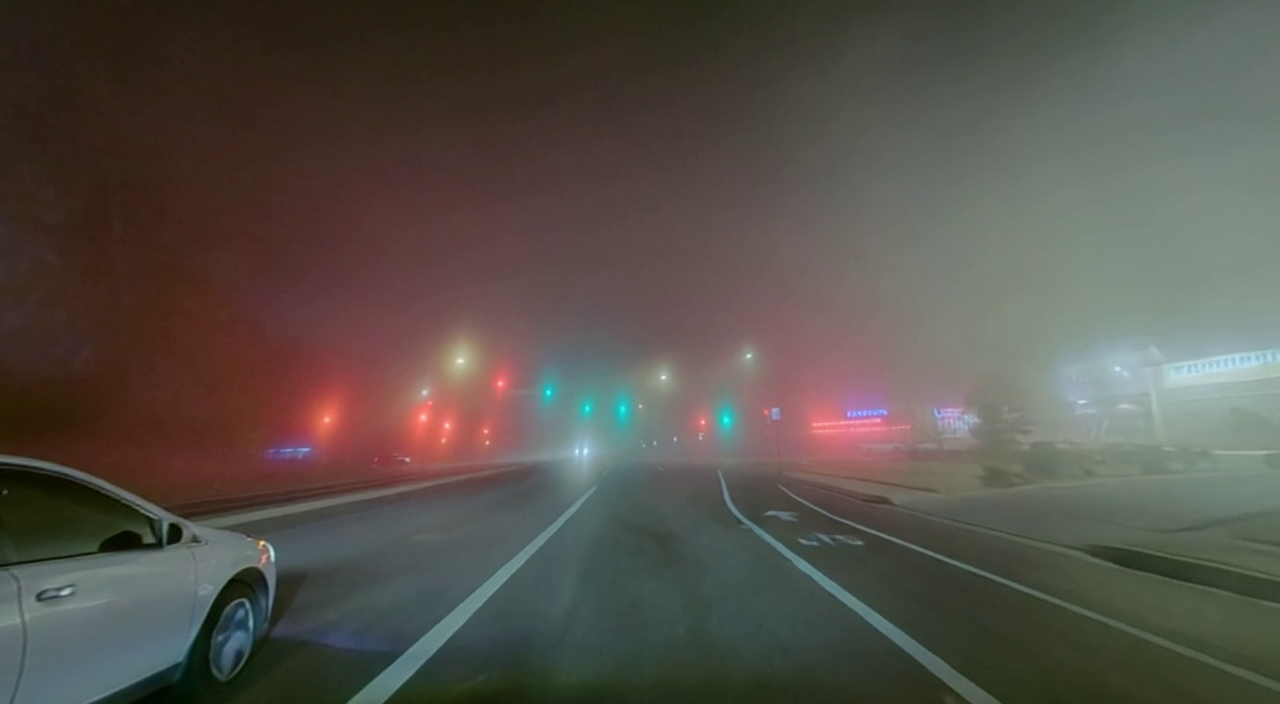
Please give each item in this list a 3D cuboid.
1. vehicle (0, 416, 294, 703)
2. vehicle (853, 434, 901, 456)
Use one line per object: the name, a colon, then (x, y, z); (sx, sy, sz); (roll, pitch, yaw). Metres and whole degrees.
vehicle: (-3.018, 0.844, 1.437); (1.874, 1.424, 4.553); (-1, -8, 0)
vehicle: (18.449, 7.288, 49.415); (1.879, 1.643, 4.484); (0, -8, -2)
